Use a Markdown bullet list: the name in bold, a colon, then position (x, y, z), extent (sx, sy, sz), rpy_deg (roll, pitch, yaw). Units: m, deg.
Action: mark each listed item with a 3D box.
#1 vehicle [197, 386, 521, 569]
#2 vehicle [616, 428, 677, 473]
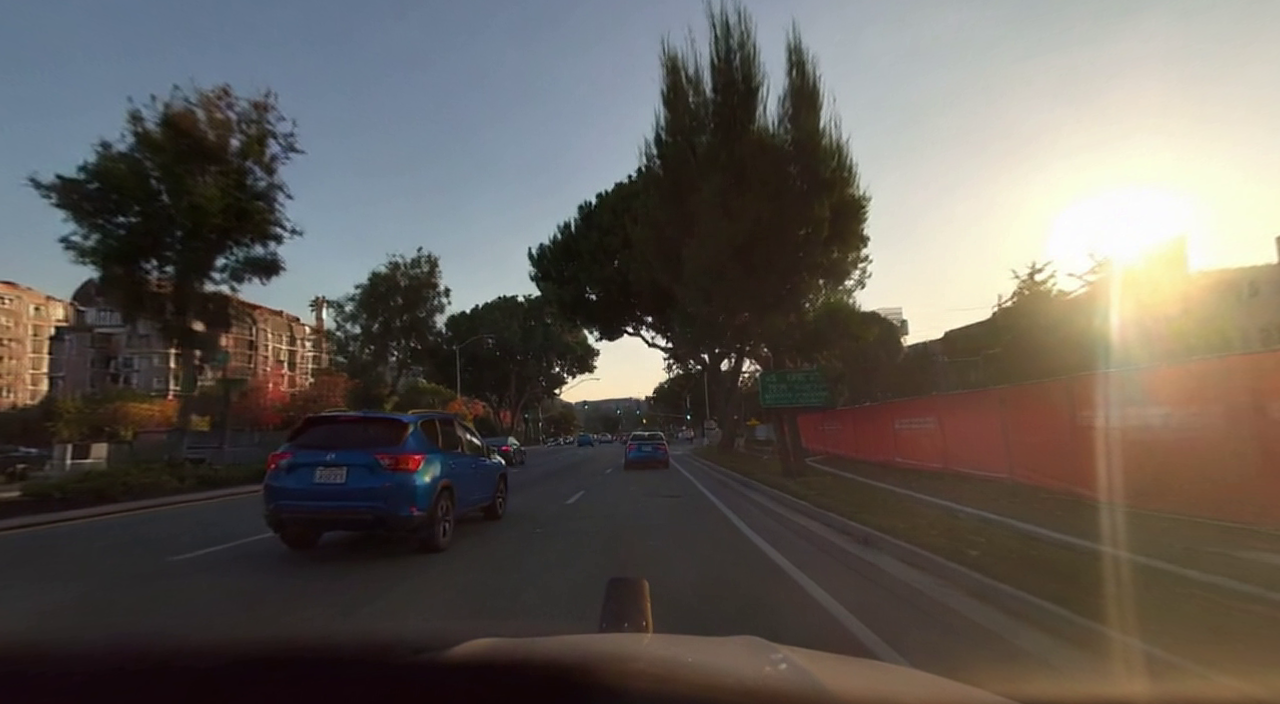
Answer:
- **vehicle**: position (-3.319, 1.616, 8.913), extent (2.157, 1.824, 4.986), rpy_deg (0, -8, 2)
- **vehicle**: position (0.227, 3.901, 25.199), extent (2.227, 1.654, 4.091), rpy_deg (0, -8, -1)
